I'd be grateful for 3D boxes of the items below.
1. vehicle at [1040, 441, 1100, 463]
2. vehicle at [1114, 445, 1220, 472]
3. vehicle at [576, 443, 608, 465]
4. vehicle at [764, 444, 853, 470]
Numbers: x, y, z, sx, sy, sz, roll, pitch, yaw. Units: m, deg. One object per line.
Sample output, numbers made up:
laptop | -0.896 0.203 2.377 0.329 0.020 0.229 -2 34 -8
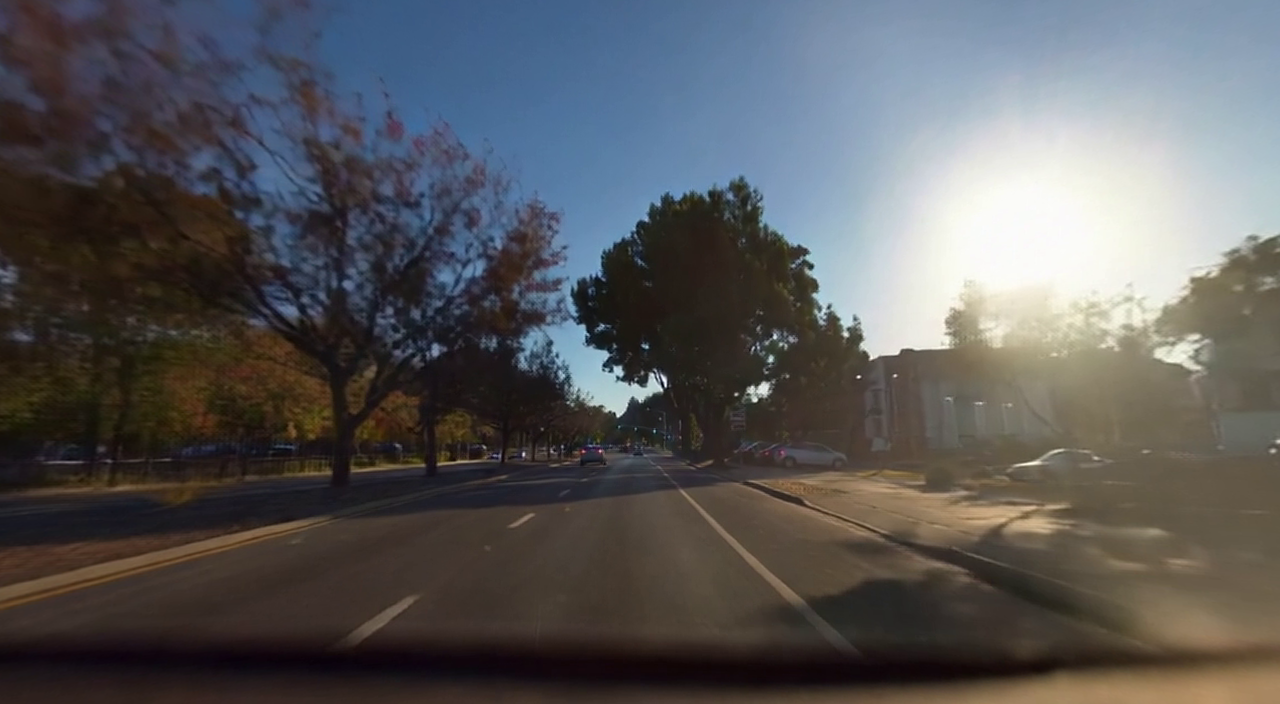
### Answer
vehicle | 33.791 7.857 49.729 1.852 1.604 3.693 1 -8 -5
vehicle | 30.402 6.105 36.654 1.791 1.444 4.603 1 -8 -8
vehicle | -3.457 7.371 45.885 2.030 1.550 3.925 0 -8 0
vehicle | 9.662 6.022 36.433 4.466 1.440 2.091 1 -8 -5
